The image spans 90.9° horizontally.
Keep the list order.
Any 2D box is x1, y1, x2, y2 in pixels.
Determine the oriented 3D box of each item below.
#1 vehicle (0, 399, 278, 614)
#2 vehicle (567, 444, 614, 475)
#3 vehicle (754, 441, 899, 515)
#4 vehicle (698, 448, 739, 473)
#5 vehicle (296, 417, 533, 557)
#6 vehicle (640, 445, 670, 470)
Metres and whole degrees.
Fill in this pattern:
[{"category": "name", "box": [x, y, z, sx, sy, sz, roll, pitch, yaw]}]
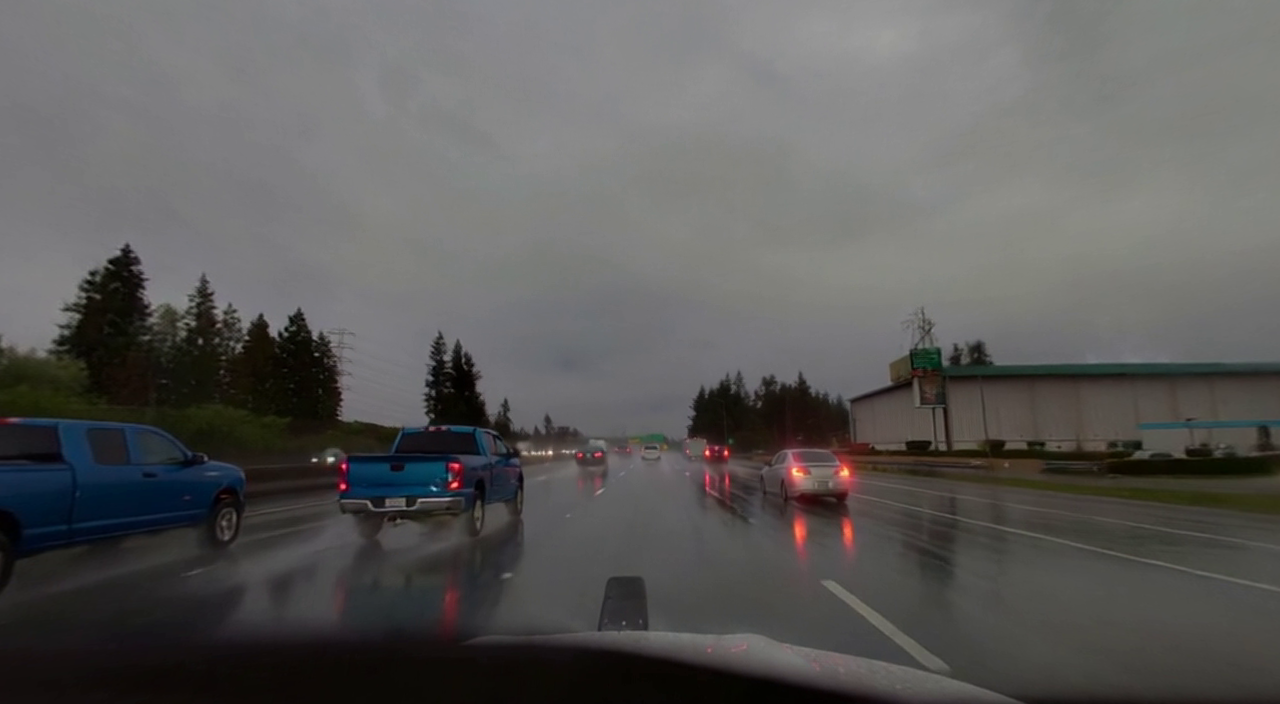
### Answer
[{"category": "vehicle", "box": [-6.627, 1.510, 6.697, 2.428, 1.812, 5.131, 0, -8, 1]}, {"category": "vehicle", "box": [-2.831, 6.284, 37.156, 2.209, 1.714, 4.576, 0, -8, 2]}, {"category": "vehicle", "box": [4.246, 2.923, 15.245, 2.111, 1.498, 4.466, 0, -8, 0]}, {"category": "vehicle", "box": [4.938, 6.900, 40.498, 2.072, 1.456, 4.537, 0, -8, 0]}, {"category": "vehicle", "box": [-3.283, 2.065, 10.429, 2.146, 1.775, 4.553, 0, -8, 1]}, {"category": "vehicle", "box": [1.066, 7.692, 46.207, 2.080, 1.682, 4.150, 0, -8, 1]}]
